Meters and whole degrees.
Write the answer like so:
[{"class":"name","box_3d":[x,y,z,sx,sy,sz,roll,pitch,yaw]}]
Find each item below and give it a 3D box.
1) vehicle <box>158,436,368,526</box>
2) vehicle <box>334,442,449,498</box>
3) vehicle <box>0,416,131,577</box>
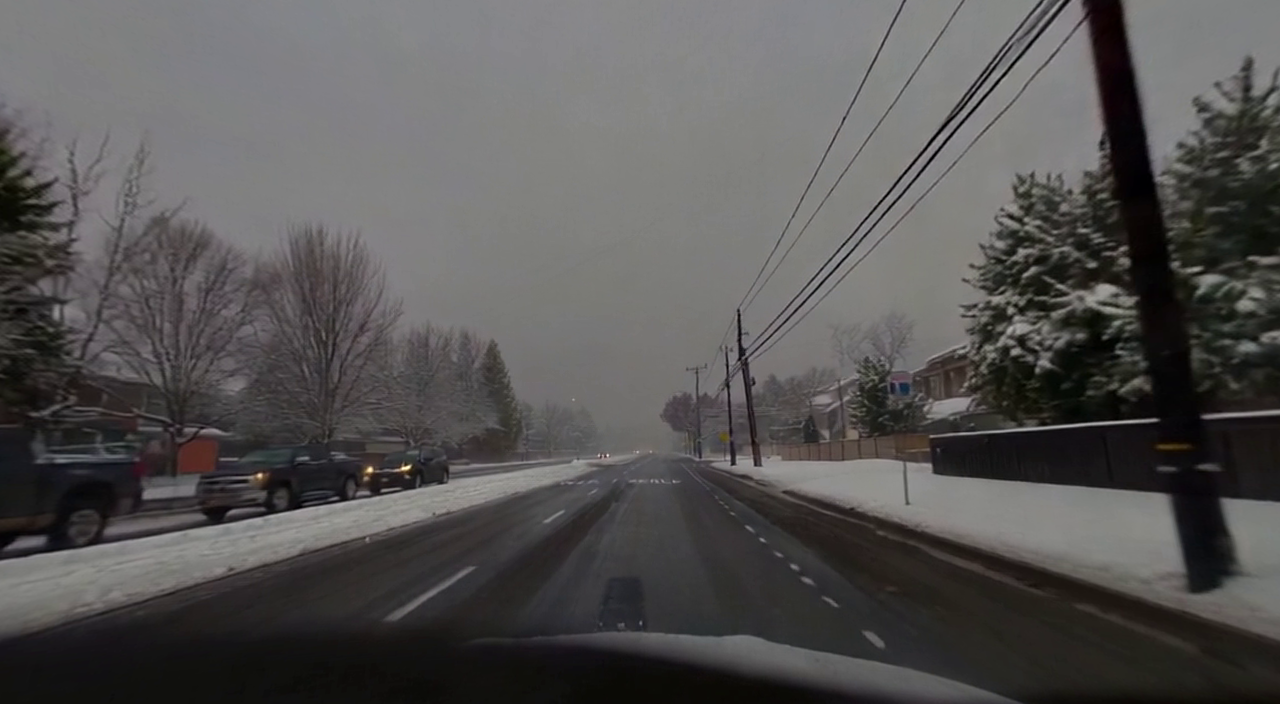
[{"class":"vehicle","box_3d":[-8.788,3.015,15.415,2.075,1.733,4.947,-3,-9,1]},{"class":"vehicle","box_3d":[-8.686,4.143,22.599,2.084,1.741,4.737,-2,-9,2]},{"class":"vehicle","box_3d":[-8.515,1.568,6.579,2.293,1.839,4.793,0,-8,1]}]
